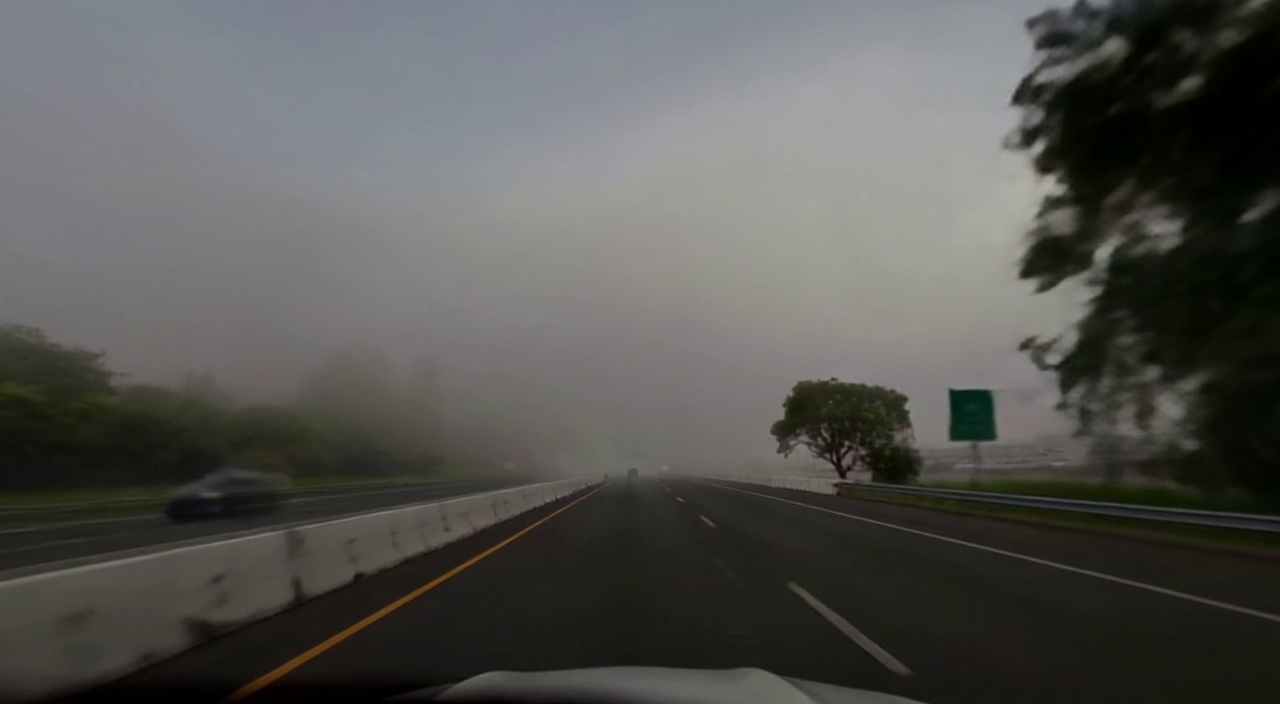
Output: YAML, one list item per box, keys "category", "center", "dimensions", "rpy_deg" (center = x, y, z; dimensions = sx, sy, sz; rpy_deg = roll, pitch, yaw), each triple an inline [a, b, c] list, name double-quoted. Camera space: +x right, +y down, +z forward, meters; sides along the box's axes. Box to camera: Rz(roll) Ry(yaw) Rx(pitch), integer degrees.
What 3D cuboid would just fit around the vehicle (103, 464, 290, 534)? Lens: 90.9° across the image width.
- category: "vehicle"
  center: [-11.798, 3.914, 17.214]
  dimensions: [1.947, 1.628, 4.211]
  rpy_deg: [0, -10, 1]
